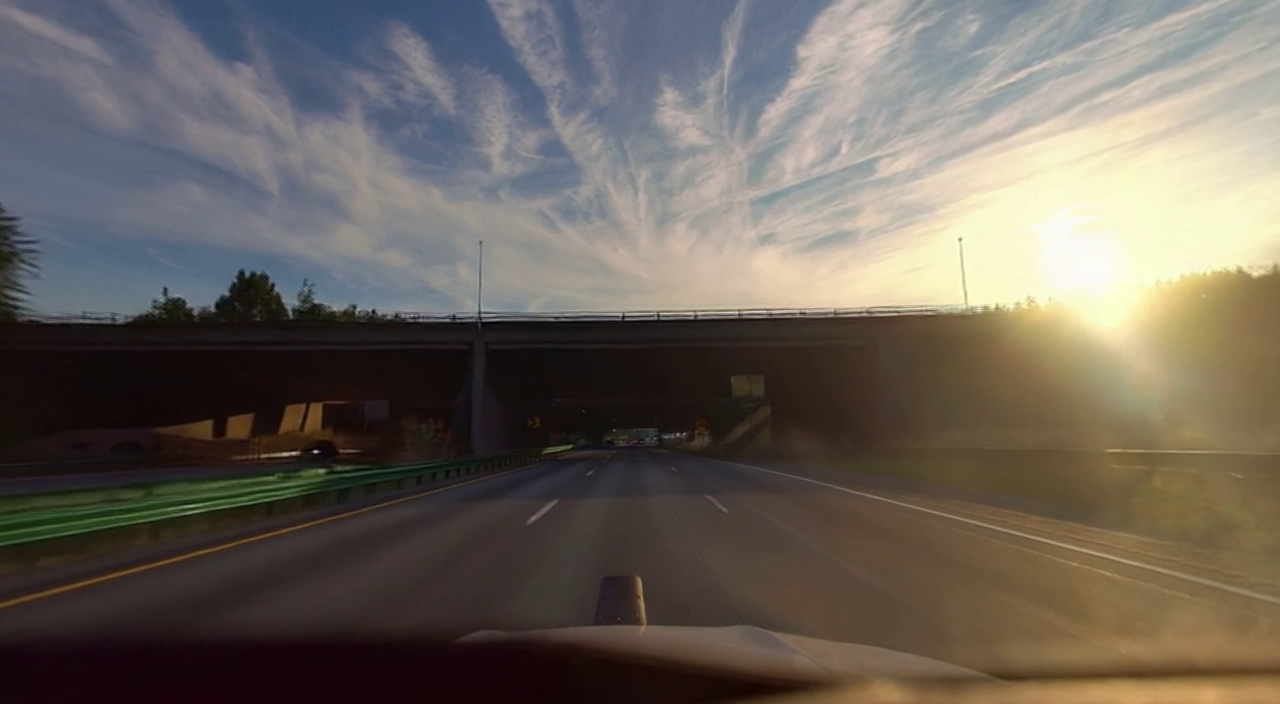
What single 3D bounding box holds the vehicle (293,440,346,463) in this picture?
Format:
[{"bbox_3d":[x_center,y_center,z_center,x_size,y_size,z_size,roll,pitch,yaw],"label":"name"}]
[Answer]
[{"bbox_3d":[-22.594,6.990,44.500,1.863,1.490,3.869,0,-8,-3],"label":"vehicle"}]
